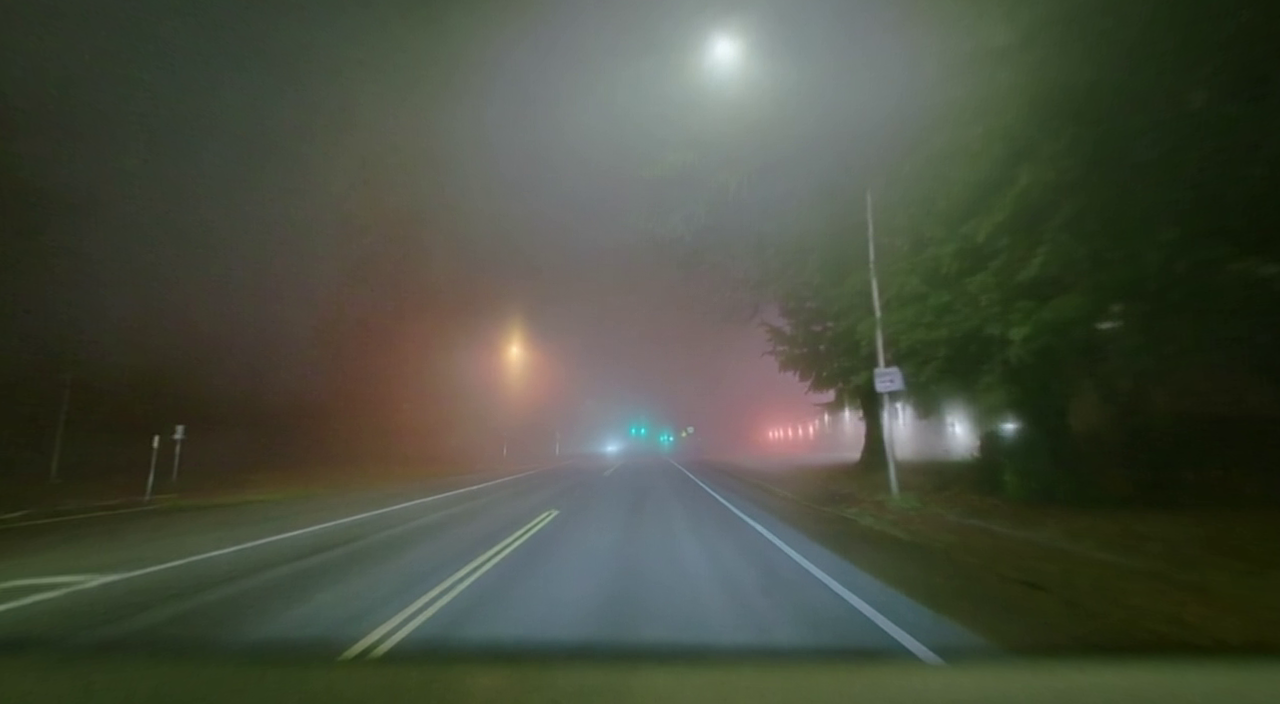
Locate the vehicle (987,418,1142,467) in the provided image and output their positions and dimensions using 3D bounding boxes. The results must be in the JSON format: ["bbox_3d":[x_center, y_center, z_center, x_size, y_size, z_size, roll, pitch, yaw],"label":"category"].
[{"bbox_3d":[18.273,3.918,27.387,4.978,1.991,2.234,-1,-8,3],"label":"vehicle"}]
